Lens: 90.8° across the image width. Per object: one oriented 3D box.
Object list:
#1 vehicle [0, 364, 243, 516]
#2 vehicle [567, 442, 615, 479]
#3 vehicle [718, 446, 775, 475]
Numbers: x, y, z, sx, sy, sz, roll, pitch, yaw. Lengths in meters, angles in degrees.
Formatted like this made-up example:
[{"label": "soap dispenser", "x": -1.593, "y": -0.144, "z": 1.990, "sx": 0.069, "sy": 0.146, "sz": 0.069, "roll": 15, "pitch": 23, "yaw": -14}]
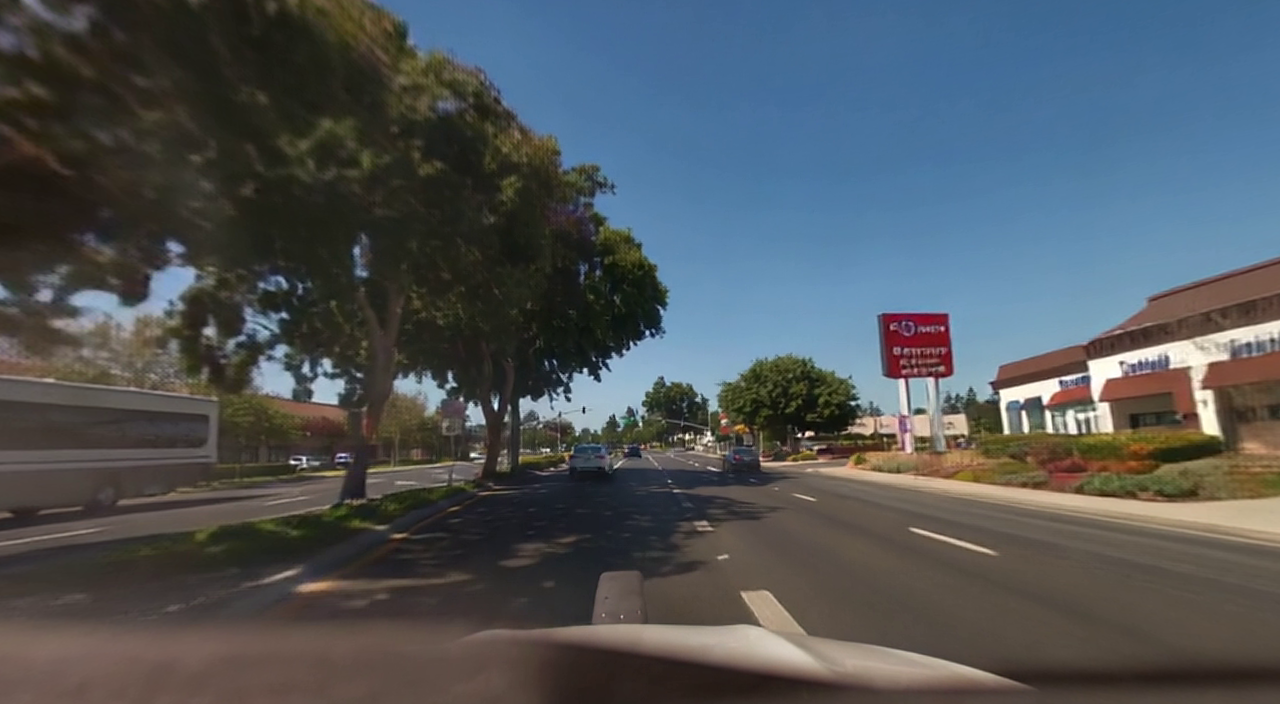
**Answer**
[{"label": "vehicle", "x": -19.229, "y": 2.722, "z": 19.440, "sx": 3.133, "sy": 4.167, "sz": 16.699, "roll": -1, "pitch": -8, "yaw": 0}, {"label": "vehicle", "x": -2.254, "y": 5.002, "z": 29.471, "sx": 2.072, "sy": 1.545, "sz": 4.578, "roll": 0, "pitch": -8, "yaw": -4}, {"label": "vehicle", "x": 5.810, "y": 5.941, "z": 34.987, "sx": 2.075, "sy": 1.475, "sz": 4.571, "roll": 0, "pitch": -8, "yaw": -4}]
